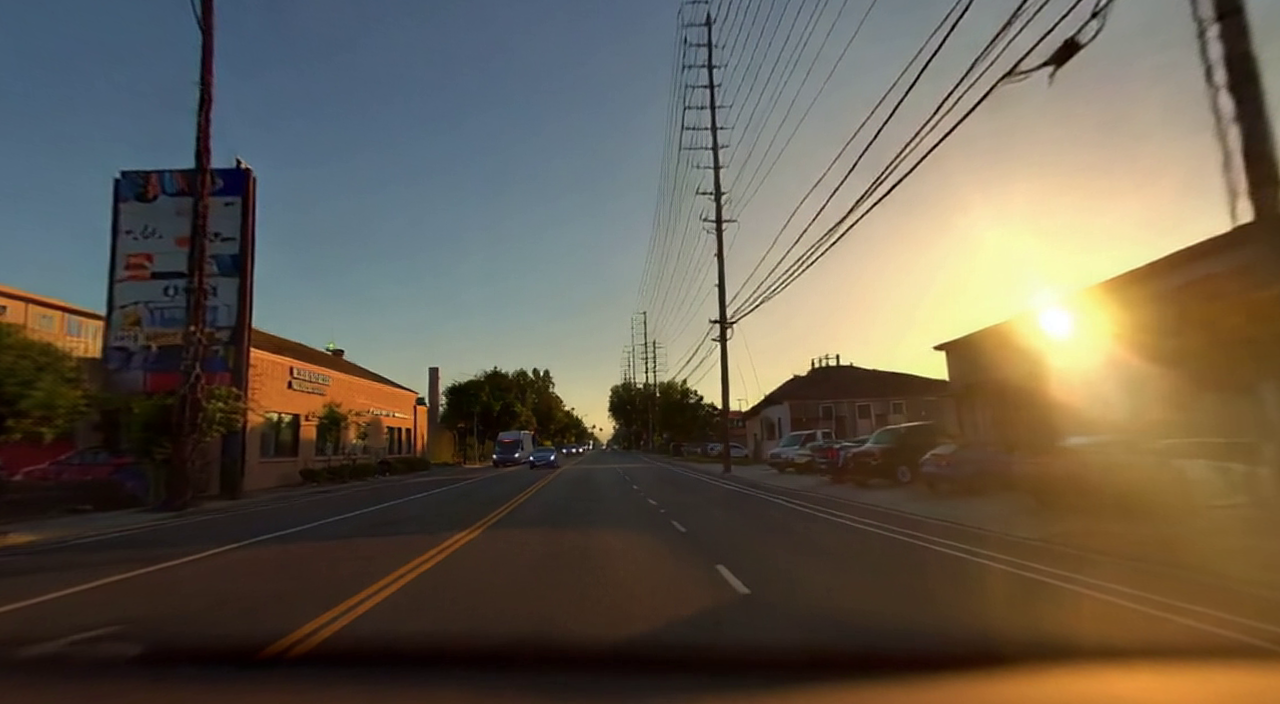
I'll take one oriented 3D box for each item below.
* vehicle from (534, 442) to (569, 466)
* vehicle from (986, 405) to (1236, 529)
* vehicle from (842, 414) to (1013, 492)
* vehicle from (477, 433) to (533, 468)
[{"bbox_3d":[-6.133,7.096,44.087,1.998,1.562,4.433,0,-8,-3],"label":"vehicle"},{"bbox_3d":[9.016,2.049,11.905,5.112,1.832,2.290,5,-10,-37],"label":"vehicle"},{"bbox_3d":[8.873,3.018,19.252,5.414,2.035,2.476,6,-10,-39],"label":"vehicle"},{"bbox_3d":[-10.026,7.365,47.459,2.909,2.362,7.390,0,-8,-3],"label":"vehicle"}]
